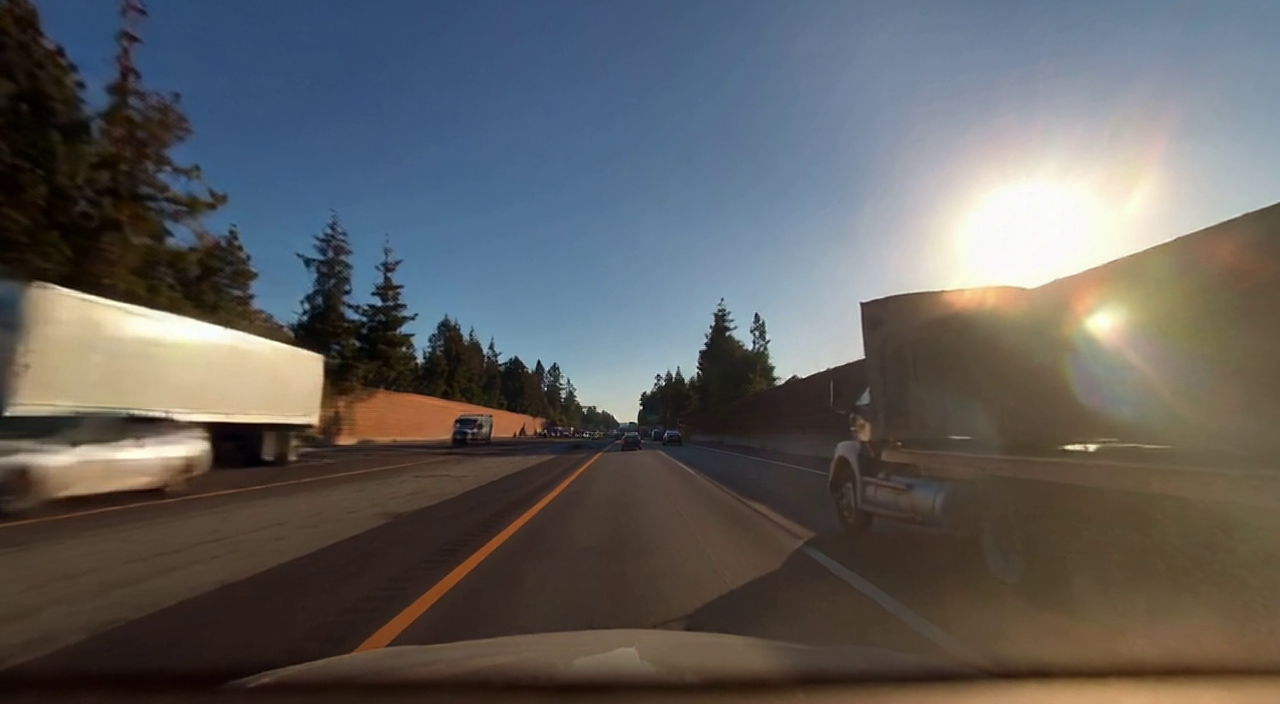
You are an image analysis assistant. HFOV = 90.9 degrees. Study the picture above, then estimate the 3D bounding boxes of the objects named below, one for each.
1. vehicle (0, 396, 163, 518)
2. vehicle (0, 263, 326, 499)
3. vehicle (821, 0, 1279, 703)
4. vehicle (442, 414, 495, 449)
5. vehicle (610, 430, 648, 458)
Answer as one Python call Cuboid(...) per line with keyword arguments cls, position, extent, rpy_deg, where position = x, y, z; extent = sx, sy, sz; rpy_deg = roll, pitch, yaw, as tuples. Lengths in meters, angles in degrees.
Cuboid(cls="vehicle", position=(-8.873, 1.355, 8.160), extent=(1.906, 1.499, 4.537), rpy_deg=(0, -7, -2))
Cuboid(cls="vehicle", position=(-12.789, 1.121, 15.623), extent=(2.898, 4.098, 14.464), rpy_deg=(0, -7, -1))
Cuboid(cls="vehicle", position=(4.229, -0.432, 2.054), extent=(2.953, 4.045, 13.843), rpy_deg=(0, -7, -1))
Cuboid(cls="vehicle", position=(-13.320, 6.256, 49.407), extent=(2.332, 2.493, 6.723), rpy_deg=(-1, -7, -1))
Cuboid(cls="vehicle", position=(-0.645, 5.332, 36.745), extent=(2.119, 1.480, 4.000), rpy_deg=(-1, -7, -1))
